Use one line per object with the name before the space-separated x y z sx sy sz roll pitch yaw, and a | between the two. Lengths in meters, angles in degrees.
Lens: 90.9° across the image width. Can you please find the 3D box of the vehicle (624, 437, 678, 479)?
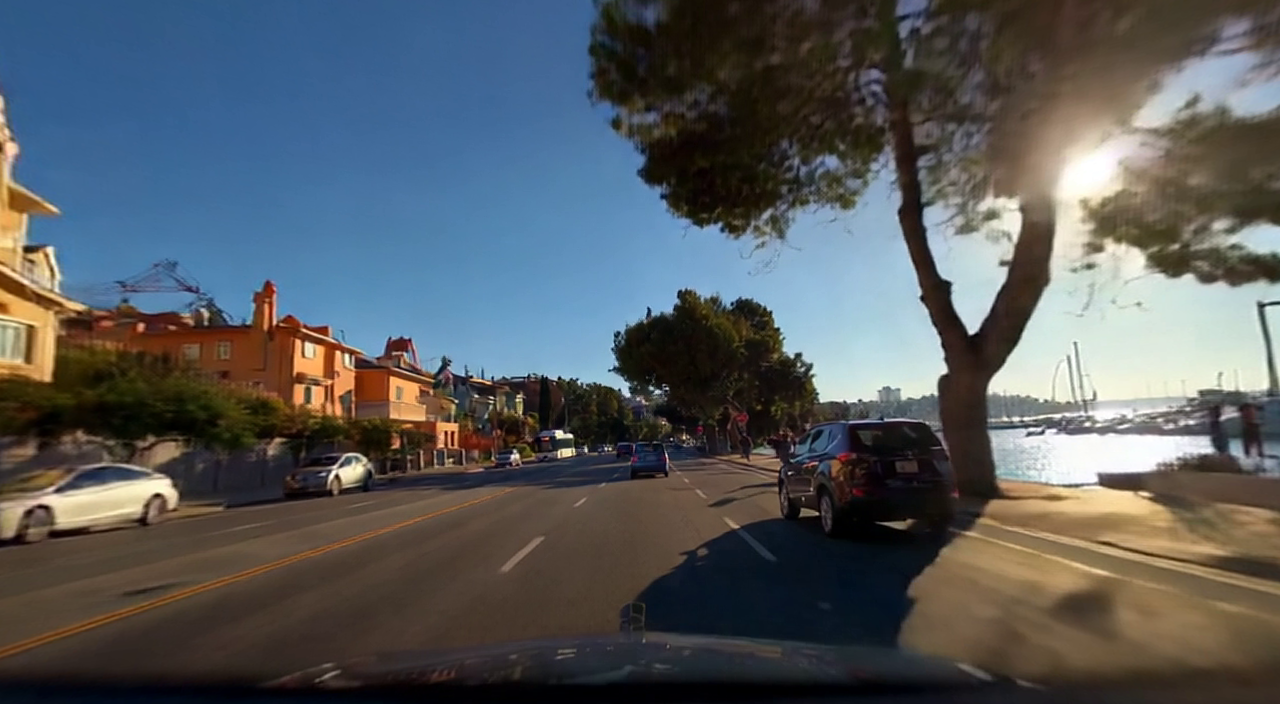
vehicle | 0.427 4.497 26.960 2.132 1.632 3.838 0 -8 0

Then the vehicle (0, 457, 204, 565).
vehicle | -10.393 2.763 11.533 2.025 1.465 3.959 -2 -8 -1

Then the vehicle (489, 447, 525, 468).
vehicle | -10.108 8.039 48.072 1.731 1.489 3.841 -1 -9 3

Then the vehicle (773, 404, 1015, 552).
vehicle | 3.606 1.886 10.048 2.000 1.809 4.405 0 -8 0

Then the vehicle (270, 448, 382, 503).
vehicle | -10.318 4.037 21.077 1.701 1.528 3.881 -1 -8 1
